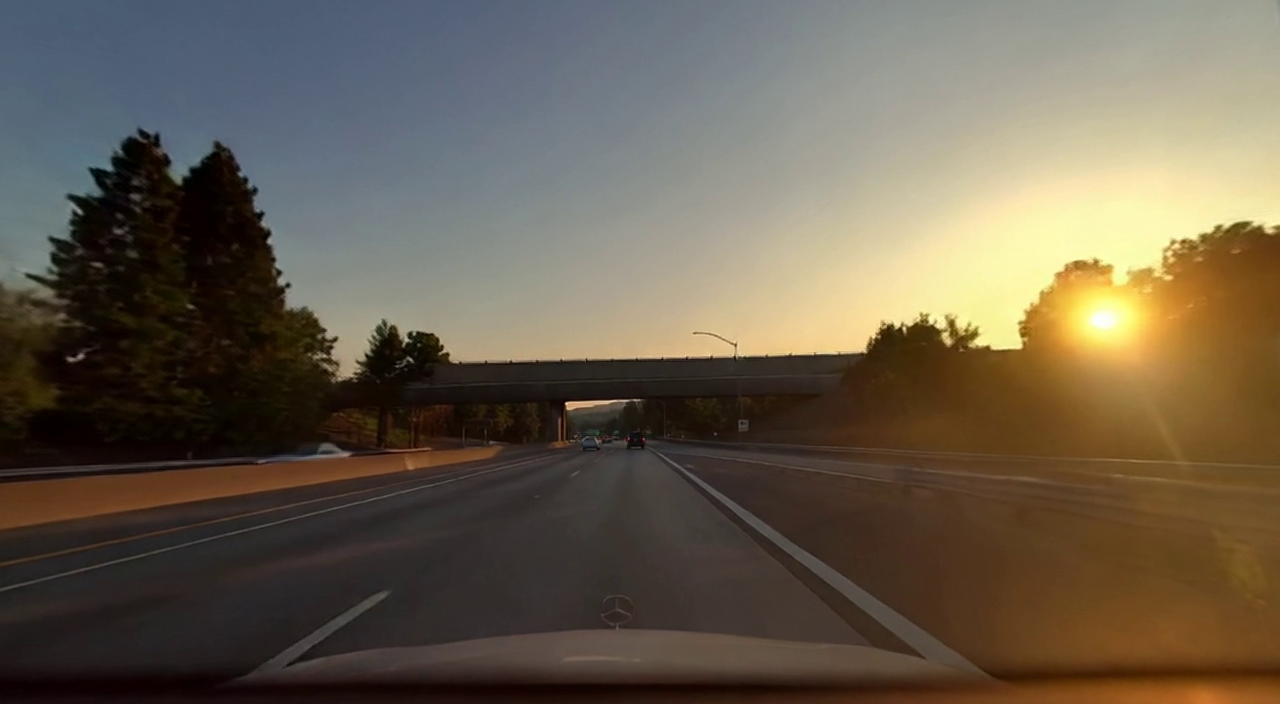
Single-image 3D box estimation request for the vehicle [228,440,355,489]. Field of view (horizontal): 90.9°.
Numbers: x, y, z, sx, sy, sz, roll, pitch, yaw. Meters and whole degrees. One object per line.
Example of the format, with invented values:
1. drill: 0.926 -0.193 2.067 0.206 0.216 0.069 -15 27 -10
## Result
1. vehicle: -12.466 4.010 22.956 1.952 1.542 4.672 0 -8 0
